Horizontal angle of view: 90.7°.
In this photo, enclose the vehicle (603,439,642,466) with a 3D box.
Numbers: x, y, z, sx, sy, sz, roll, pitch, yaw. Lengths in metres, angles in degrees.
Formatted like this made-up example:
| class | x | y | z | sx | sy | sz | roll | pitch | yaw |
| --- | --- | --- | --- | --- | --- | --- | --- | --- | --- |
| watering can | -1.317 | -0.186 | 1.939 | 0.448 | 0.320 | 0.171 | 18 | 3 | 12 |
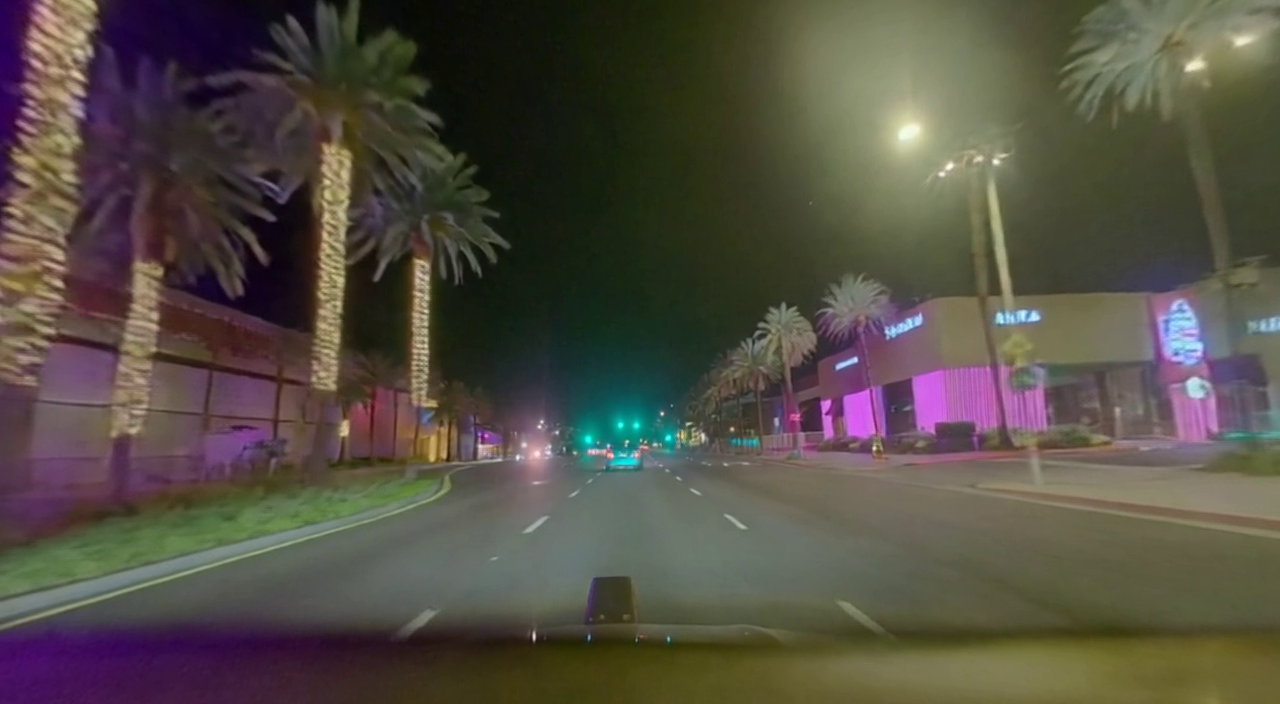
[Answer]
| class | x | y | z | sx | sy | sz | roll | pitch | yaw |
| --- | --- | --- | --- | --- | --- | --- | --- | --- | --- |
| vehicle | -1.061 | 6.367 | 40.194 | 2.160 | 1.615 | 4.117 | -1 | -8 | 3 |
